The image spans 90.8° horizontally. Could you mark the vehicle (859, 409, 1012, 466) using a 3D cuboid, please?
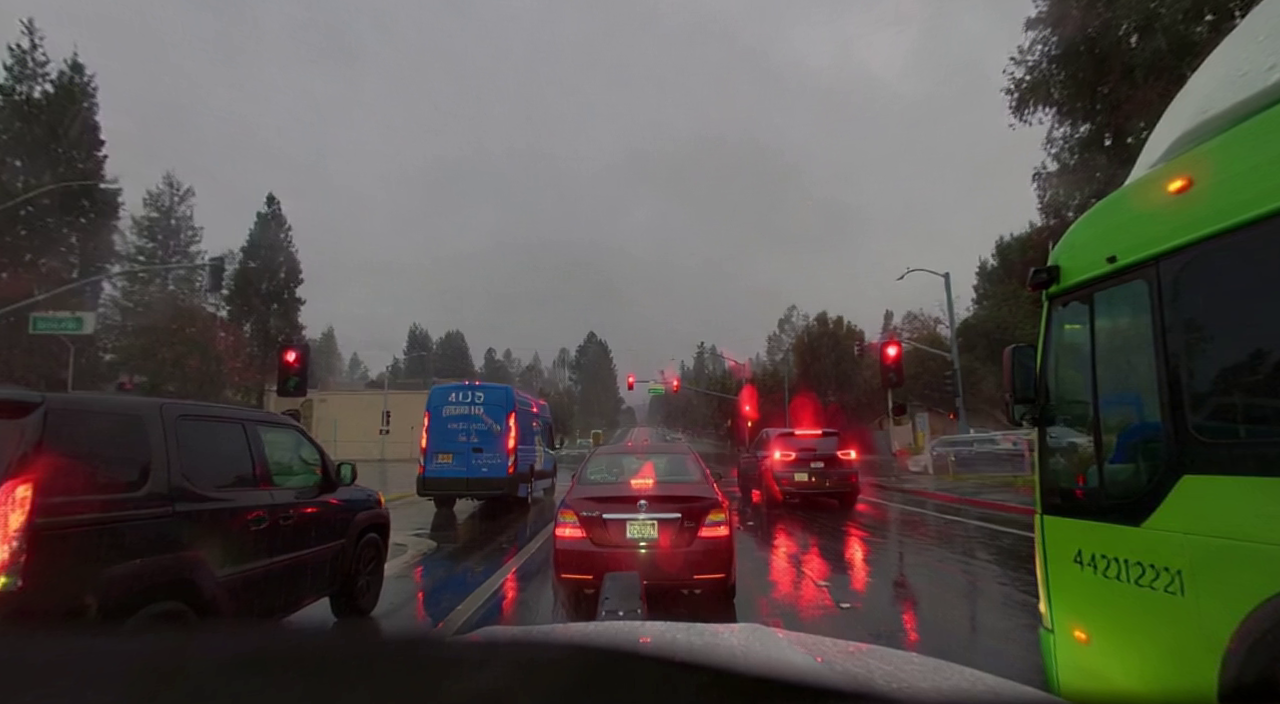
[{"bbox_3d":[17.588,5.130,37.924,7.839,3.213,2.628,0,-8,-3],"label":"vehicle"}]

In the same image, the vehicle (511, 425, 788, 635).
[{"bbox_3d":[0.059,1.549,6.418,1.976,1.485,3.624,0,-8,0],"label":"vehicle"}]

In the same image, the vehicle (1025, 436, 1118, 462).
[{"bbox_3d":[25.869,5.824,37.978,4.229,1.489,1.794,0,-8,-1],"label":"vehicle"}]

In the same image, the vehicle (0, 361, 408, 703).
[{"bbox_3d":[-3.417,1.178,4.630,1.921,1.701,3.989,0,-8,0],"label":"vehicle"}]

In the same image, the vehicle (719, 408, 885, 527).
[{"bbox_3d":[3.142,2.395,13.676,2.143,2.036,5.367,0,-8,0],"label":"vehicle"}]

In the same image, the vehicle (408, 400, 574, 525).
[{"bbox_3d":[-2.936,2.355,13.952,2.335,2.221,5.165,0,-8,1],"label":"vehicle"}]
